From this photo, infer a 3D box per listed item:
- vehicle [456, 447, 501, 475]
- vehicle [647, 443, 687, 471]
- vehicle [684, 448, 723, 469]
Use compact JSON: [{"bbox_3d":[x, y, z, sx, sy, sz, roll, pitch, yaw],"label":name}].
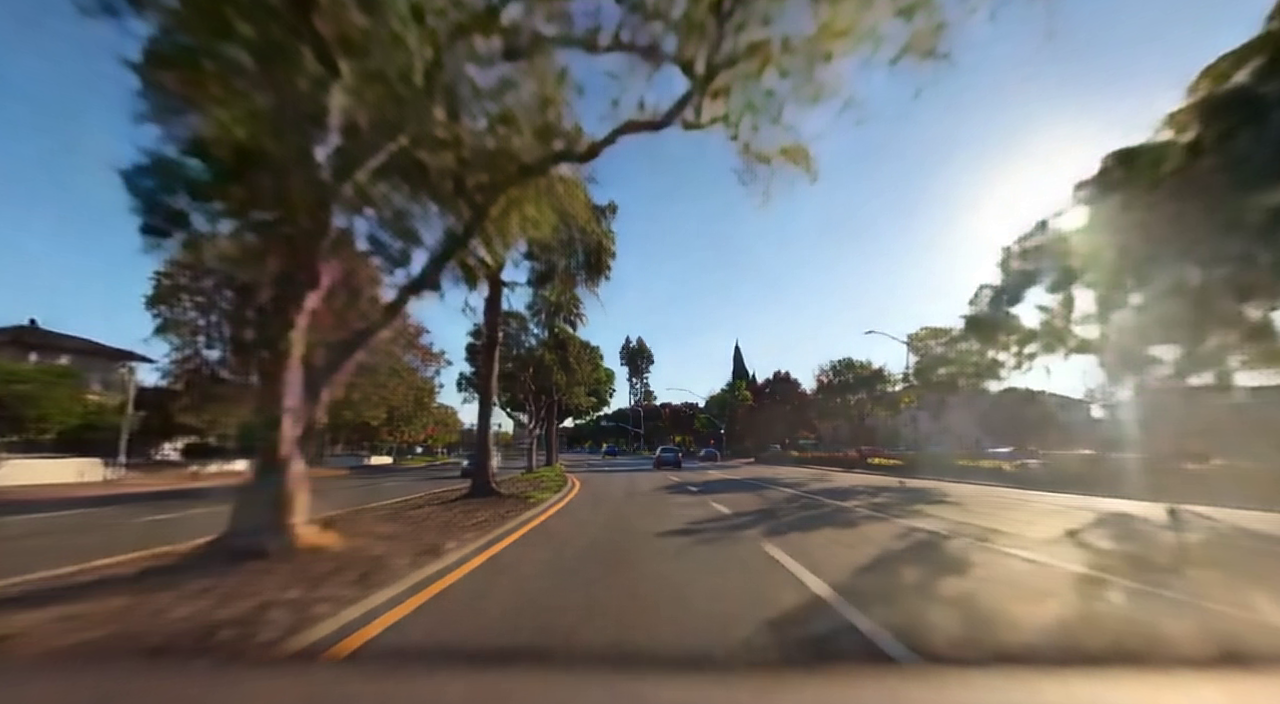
[{"bbox_3d":[-9.903,6.711,38.959,2.002,1.612,4.436,0,-9,-5],"label":"vehicle"},{"bbox_3d":[1.832,7.233,43.697,2.046,1.818,4.603,1,-9,-7],"label":"vehicle"},{"bbox_3d":[4.821,8.140,48.286,1.969,1.522,4.609,1,-9,-7],"label":"vehicle"}]
